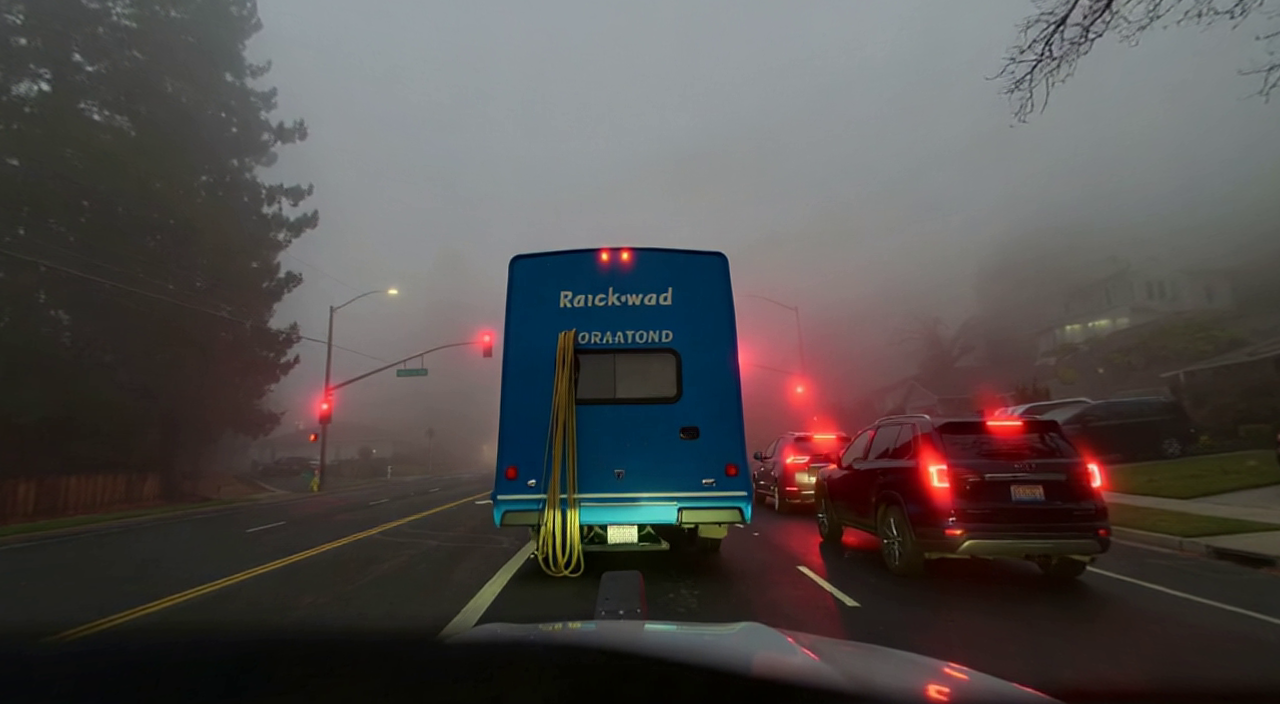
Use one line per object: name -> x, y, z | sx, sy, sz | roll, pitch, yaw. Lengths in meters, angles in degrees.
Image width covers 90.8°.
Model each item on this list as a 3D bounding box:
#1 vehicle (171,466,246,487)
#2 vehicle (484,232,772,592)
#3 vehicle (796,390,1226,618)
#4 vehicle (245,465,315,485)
vehicle -> -32.701, 9.410, 47.952 | 4.311, 1.458, 1.707 | 0, -9, -3
vehicle -> -0.110, 1.123, 10.268 | 2.709, 3.511, 8.213 | 0, -9, 0
vehicle -> 3.406, 1.493, 7.125 | 2.104, 1.735, 4.408 | 0, -9, 0
vehicle -> -27.405, 9.365, 48.139 | 4.187, 1.445, 1.809 | 0, -9, 0
